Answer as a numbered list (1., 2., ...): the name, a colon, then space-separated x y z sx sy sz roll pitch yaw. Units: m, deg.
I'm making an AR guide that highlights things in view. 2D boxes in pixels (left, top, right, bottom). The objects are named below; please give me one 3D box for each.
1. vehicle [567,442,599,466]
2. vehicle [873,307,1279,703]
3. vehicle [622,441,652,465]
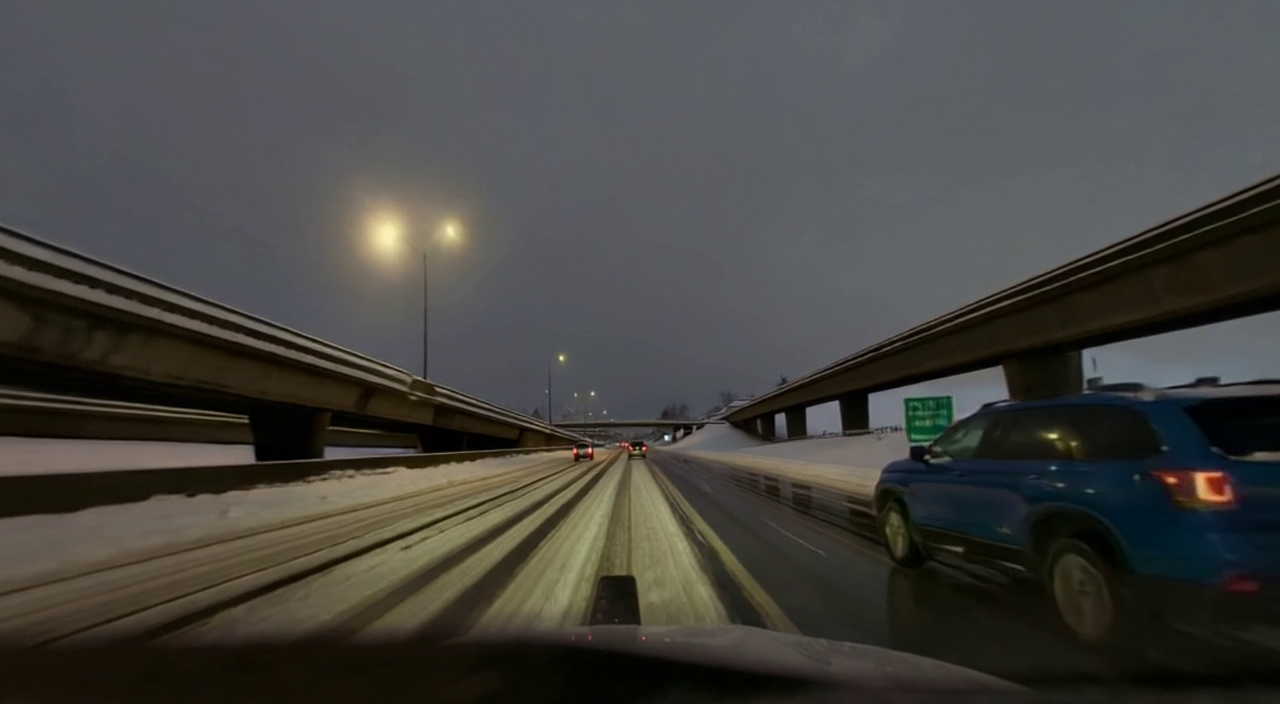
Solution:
1. vehicle: -4.081 7.336 45.778 2.000 1.646 4.201 0 -8 -1
2. vehicle: 3.718 1.014 4.384 2.288 1.841 4.779 0 -8 -1
3. vehicle: -0.227 7.389 46.501 2.132 1.657 3.967 0 -8 -1
